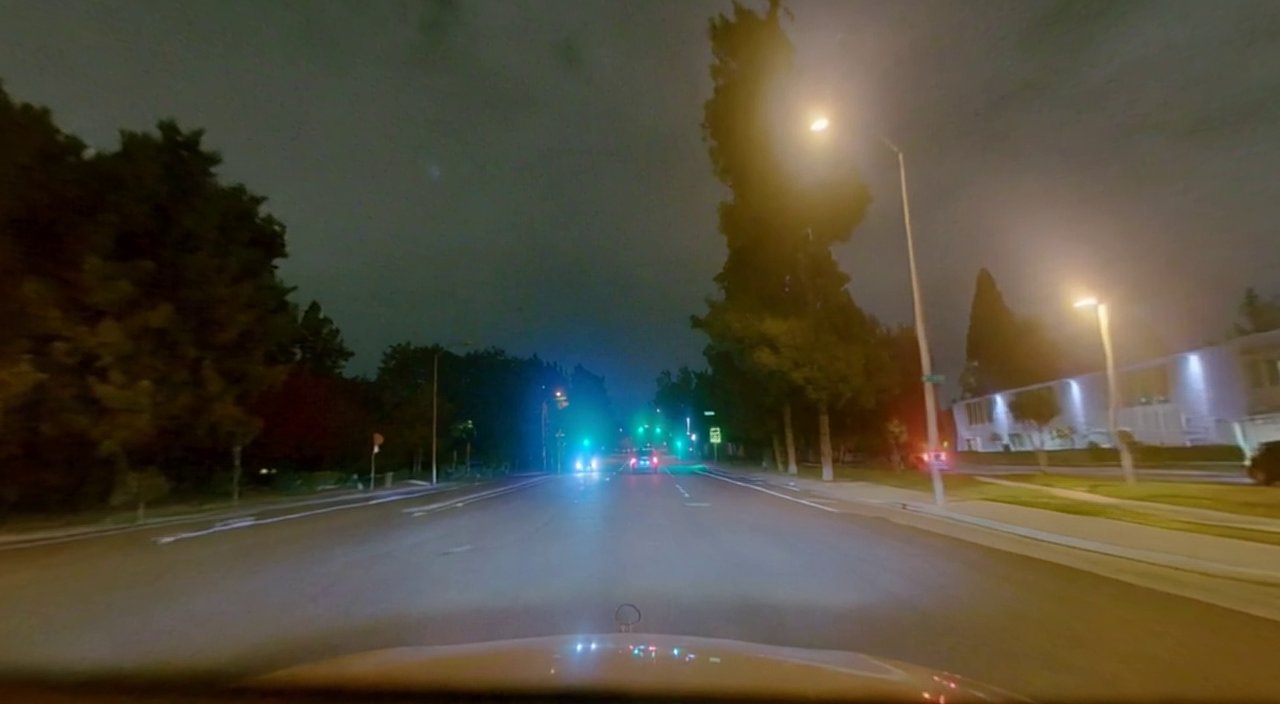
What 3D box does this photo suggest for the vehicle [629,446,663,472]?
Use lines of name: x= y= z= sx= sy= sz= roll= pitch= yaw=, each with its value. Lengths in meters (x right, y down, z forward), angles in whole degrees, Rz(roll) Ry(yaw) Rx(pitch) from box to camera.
vehicle: x=0.398 y=7.263 z=42.839 sx=2.200 sy=1.653 sz=4.127 roll=-1 pitch=-9 yaw=1
